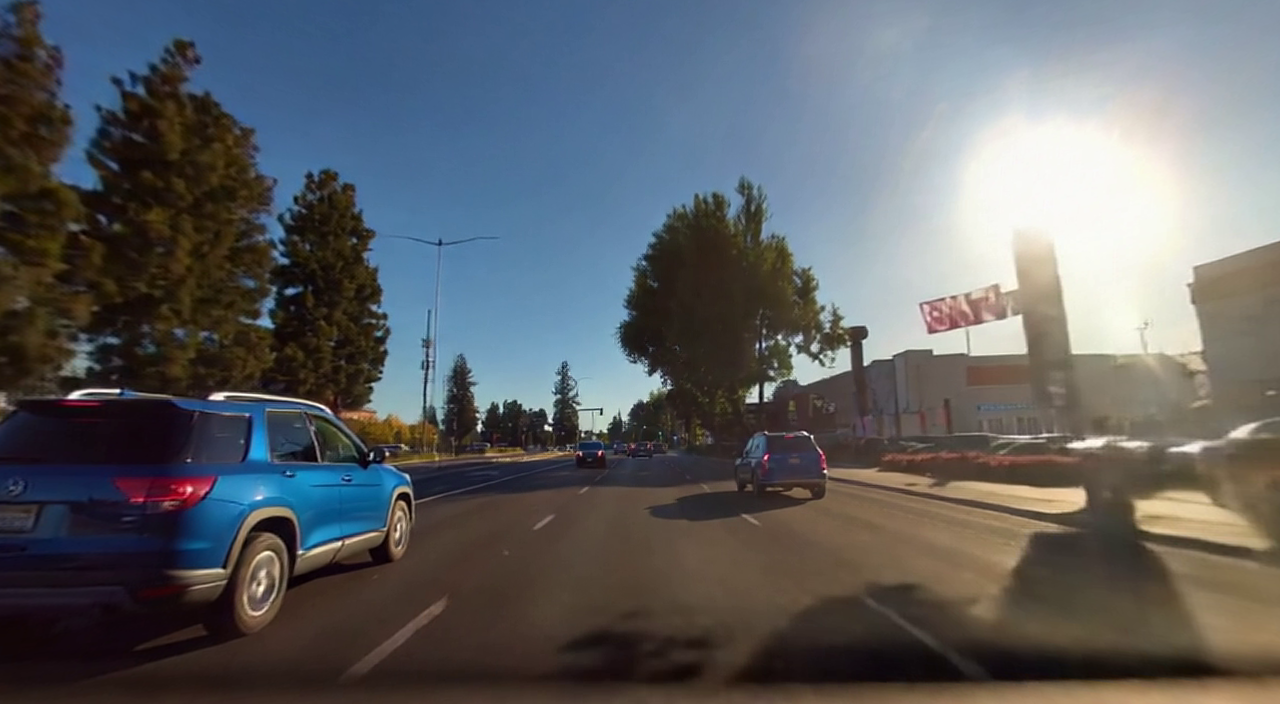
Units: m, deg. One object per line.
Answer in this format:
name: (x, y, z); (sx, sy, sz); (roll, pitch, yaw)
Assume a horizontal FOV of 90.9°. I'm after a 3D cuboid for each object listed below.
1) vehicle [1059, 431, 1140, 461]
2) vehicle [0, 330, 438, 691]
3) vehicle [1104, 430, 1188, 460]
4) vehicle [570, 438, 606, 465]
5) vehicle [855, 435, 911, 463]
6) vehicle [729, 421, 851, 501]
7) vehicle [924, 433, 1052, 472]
vehicle: (29.185, 6.002, 40.221); (2.051, 1.813, 4.095); (0, -8, 1)
vehicle: (-3.788, 1.182, 5.837); (2.210, 1.925, 4.838); (0, -8, 0)
vehicle: (32.079, 5.946, 40.115); (1.946, 1.801, 4.064); (0, -8, 0)
vehicle: (-3.623, 6.974, 44.424); (2.112, 1.775, 4.404); (0, -8, 1)
vehicle: (15.686, 6.298, 40.927); (1.897, 1.662, 4.504); (0, -8, 1)
vehicle: (3.669, 2.782, 16.380); (2.024, 1.773, 4.431); (0, -8, -1)
vehicle: (13.745, 3.975, 25.058); (4.040, 1.497, 1.702); (0, -8, -1)
